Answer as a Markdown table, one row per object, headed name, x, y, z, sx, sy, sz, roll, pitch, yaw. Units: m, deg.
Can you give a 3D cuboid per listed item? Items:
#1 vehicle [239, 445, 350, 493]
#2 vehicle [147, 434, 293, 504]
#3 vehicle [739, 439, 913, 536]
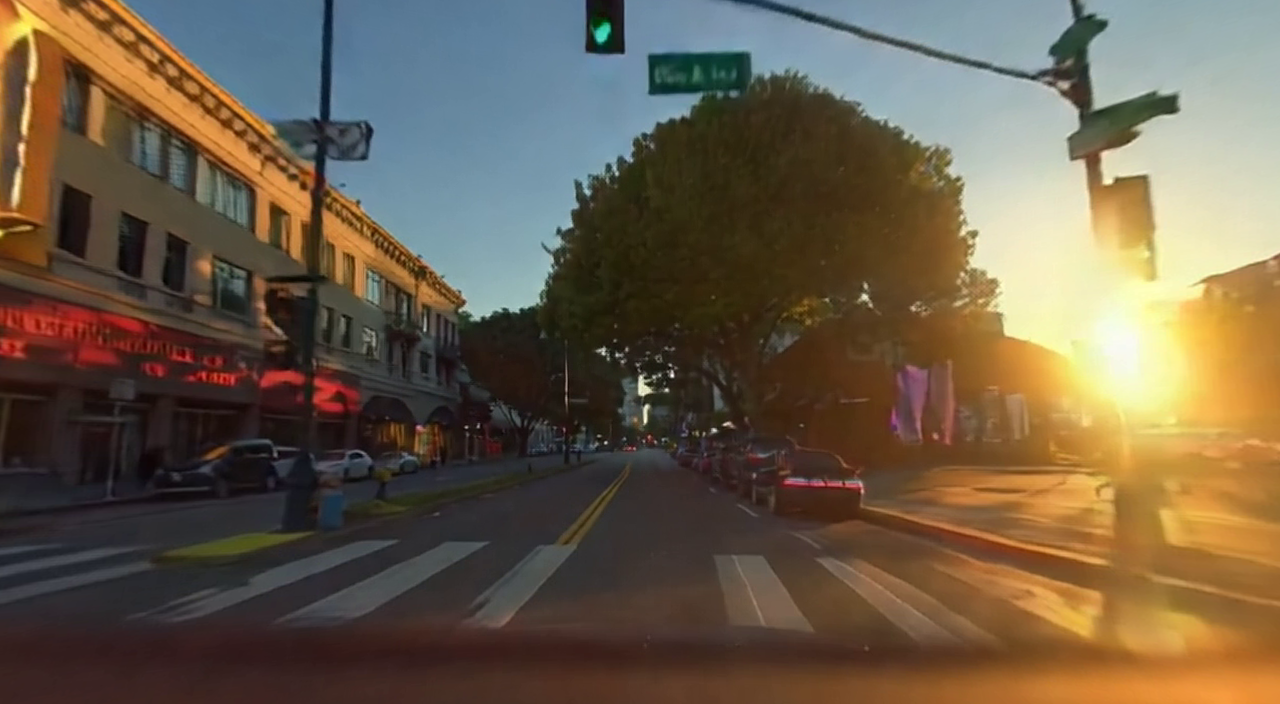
| name | x | y | z | sx | sy | sz | roll | pitch | yaw |
| --- | --- | --- | --- | --- | --- | --- | --- | --- | --- |
| vehicle | -12.146 | 4.022 | 22.070 | 4.379 | 1.480 | 1.956 | -8 | -11 | 41 |
| vehicle | -12.417 | 3.347 | 18.553 | 4.447 | 1.790 | 2.206 | -7 | -11 | 39 |
| vehicle | 3.400 | 2.554 | 12.561 | 2.120 | 1.560 | 4.402 | 0 | -8 | 0 |
